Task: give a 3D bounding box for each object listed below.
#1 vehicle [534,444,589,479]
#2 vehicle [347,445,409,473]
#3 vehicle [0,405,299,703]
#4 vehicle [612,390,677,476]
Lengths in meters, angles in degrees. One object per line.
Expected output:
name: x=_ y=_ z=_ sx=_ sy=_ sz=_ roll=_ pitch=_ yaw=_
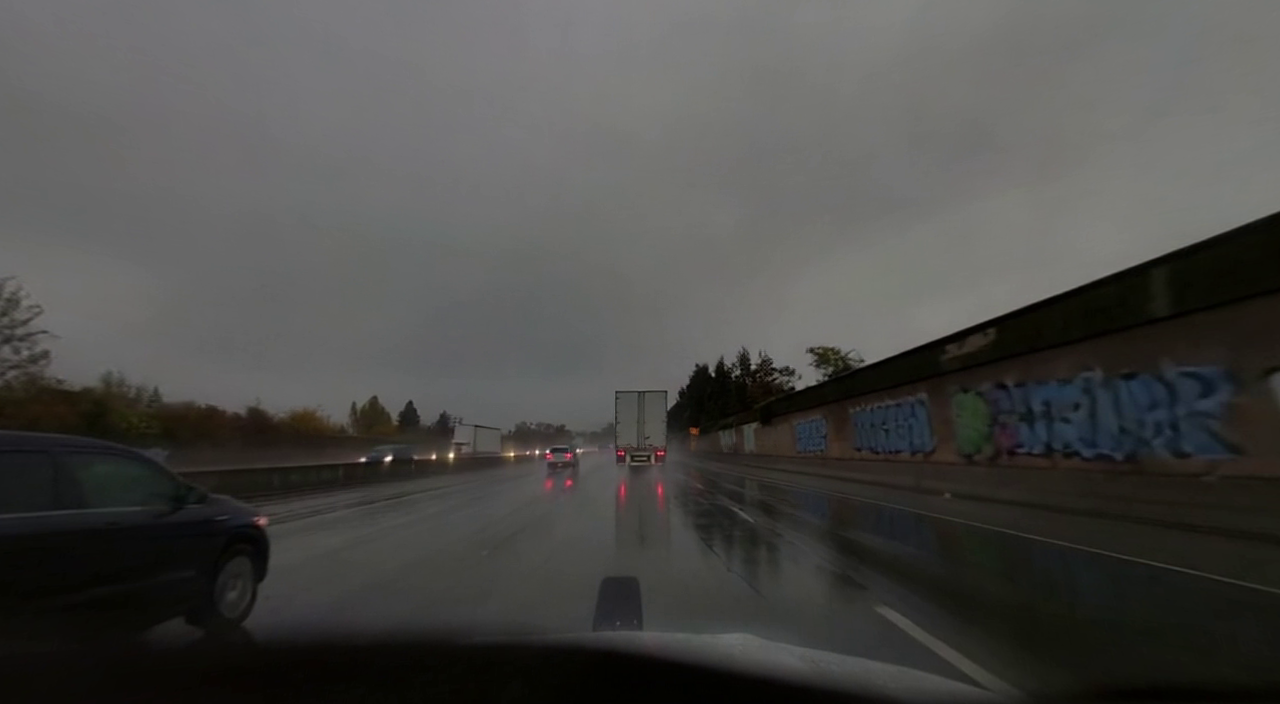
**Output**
vehicle: x=-3.726 y=5.284 z=30.365 sx=2.158 sy=1.538 sz=4.047 roll=0 pitch=-9 yaw=0
vehicle: x=-17.664 y=7.253 z=42.541 sx=2.034 sy=1.757 sz=4.730 roll=-1 pitch=-9 yaw=2
vehicle: x=-3.826 y=1.052 z=3.127 sx=1.936 sy=1.500 sz=4.055 roll=0 pitch=-9 yaw=0
vehicle: x=0.115 y=4.637 z=34.851 sx=3.042 sy=4.023 sz=10.832 roll=0 pitch=-9 yaw=-1
